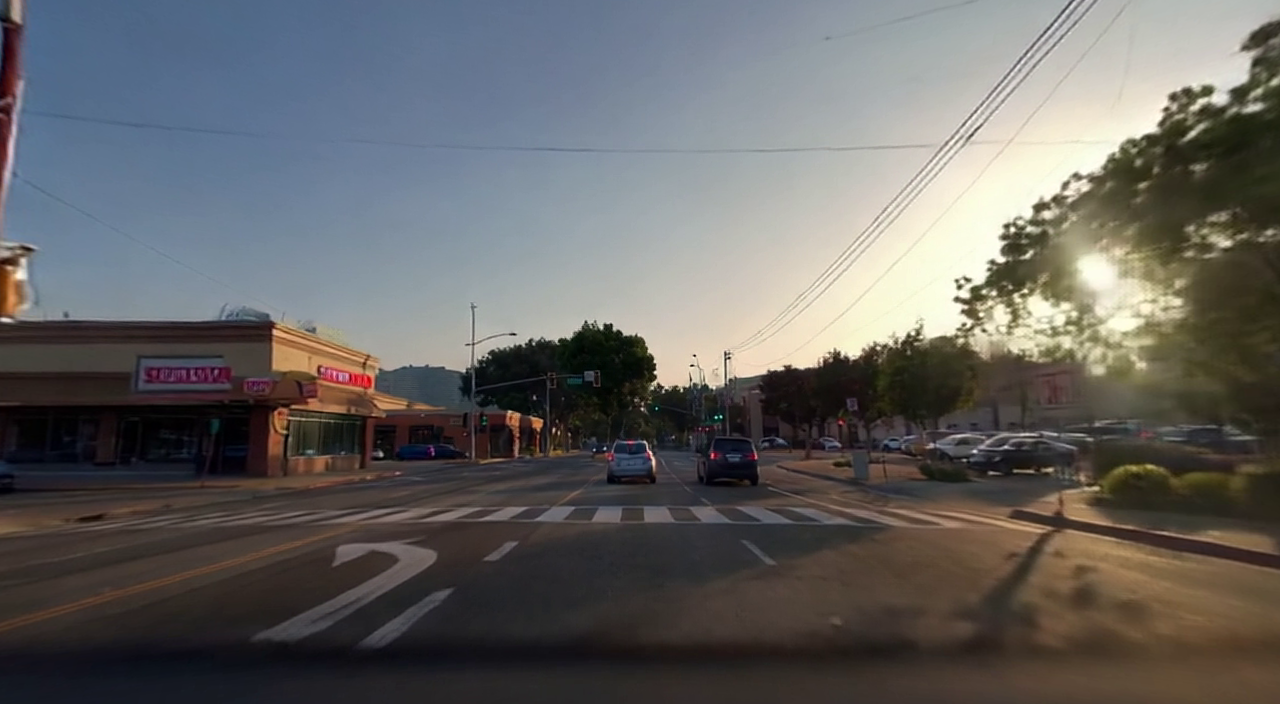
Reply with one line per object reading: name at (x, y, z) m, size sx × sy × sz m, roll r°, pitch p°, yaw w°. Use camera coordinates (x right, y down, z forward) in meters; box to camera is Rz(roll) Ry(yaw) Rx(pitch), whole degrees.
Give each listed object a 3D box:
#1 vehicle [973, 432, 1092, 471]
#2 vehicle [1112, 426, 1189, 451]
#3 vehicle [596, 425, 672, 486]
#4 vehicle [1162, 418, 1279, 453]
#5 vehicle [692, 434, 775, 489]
vehicle at (16.572, 4.195, 26.710) m, size 3.880 × 1.538 × 1.862 m, roll 1°, pitch -8°, yaw -8°
vehicle at (35.077, 5.988, 43.475) m, size 1.817 × 1.548 × 4.050 m, roll -2°, pitch -9°, yaw -1°
vehicle at (-0.229, 3.975, 24.553) m, size 2.638 × 2.065 × 5.313 m, roll 0°, pitch -8°, yaw 0°
vehicle at (30.690, 4.440, 33.347) m, size 2.231 × 1.749 × 4.411 m, roll 0°, pitch -8°, yaw -2°
vehicle at (3.293, 3.966, 23.260) m, size 2.276 × 1.787 × 4.630 m, roll 0°, pitch -8°, yaw -1°
